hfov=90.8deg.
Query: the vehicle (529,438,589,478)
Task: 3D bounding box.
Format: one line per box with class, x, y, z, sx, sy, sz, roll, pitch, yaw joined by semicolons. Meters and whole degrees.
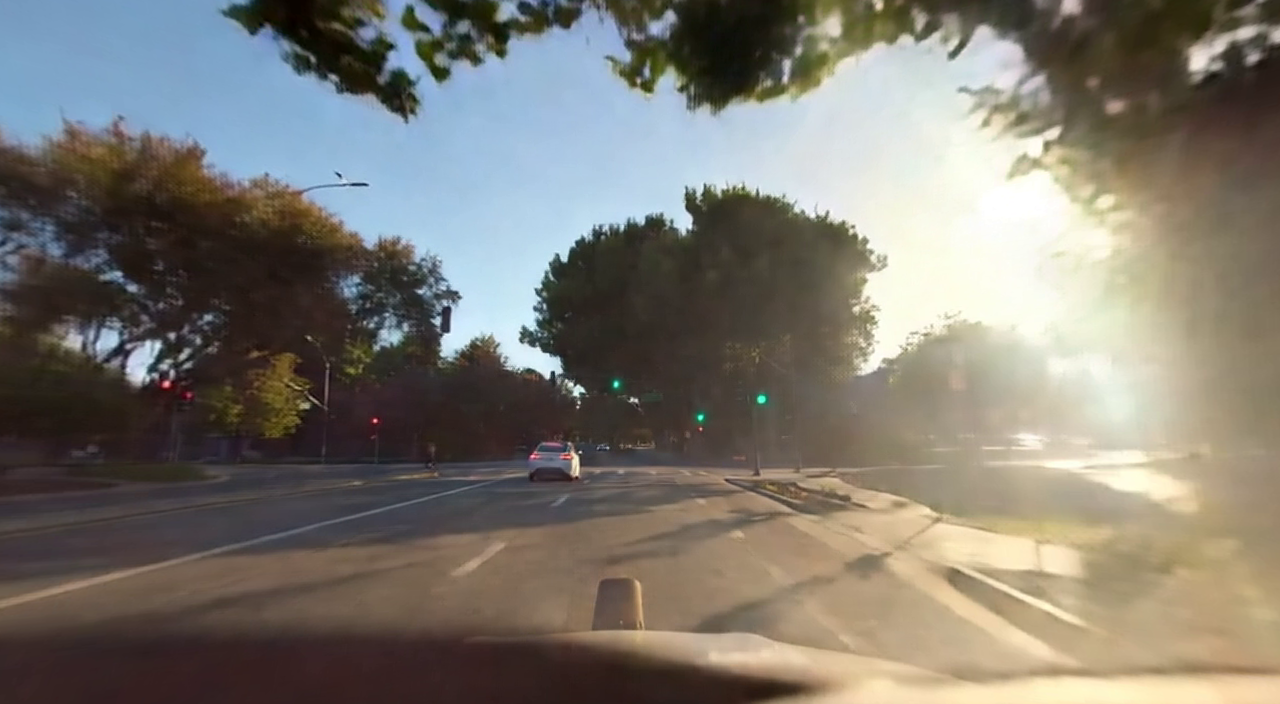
vehicle;-3.465;4.629;27.862;2.076;1.599;4.483;0;-9;0
